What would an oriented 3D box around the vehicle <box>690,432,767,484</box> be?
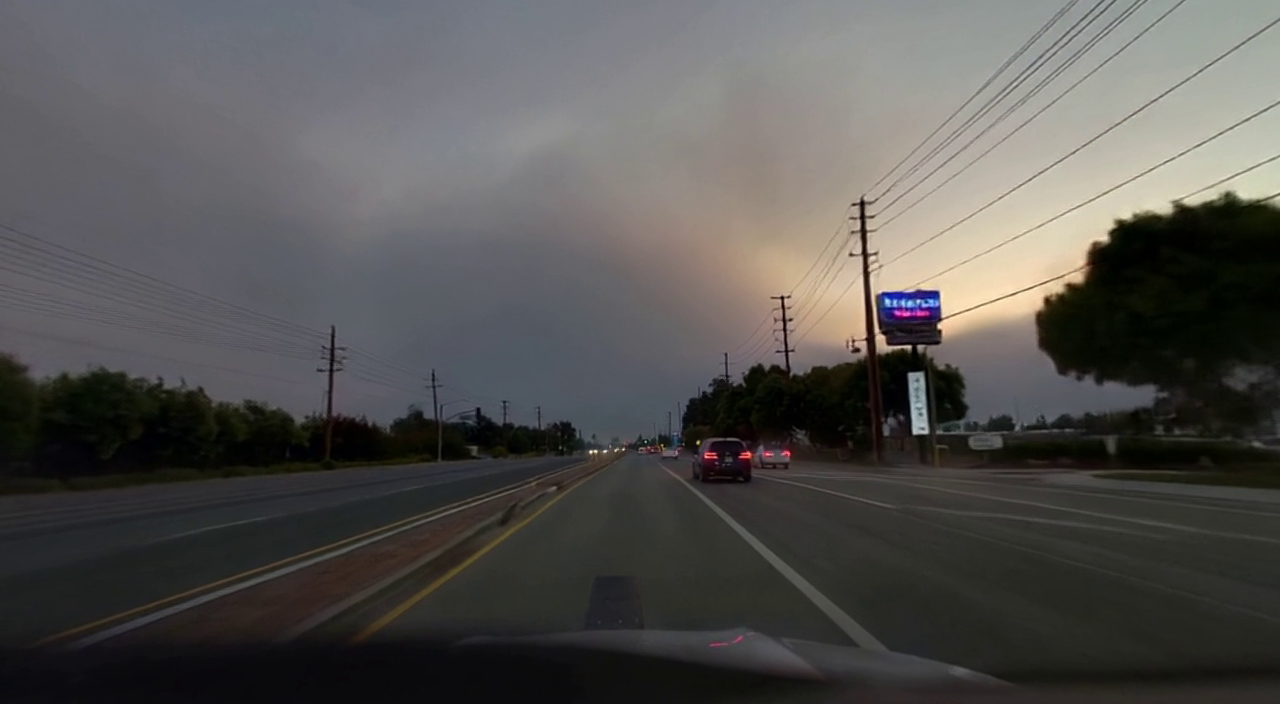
[{"bbox_3d":[3.003,3.714,22.433,2.078,1.668,4.078,0,-8,-1],"label":"vehicle"}]
